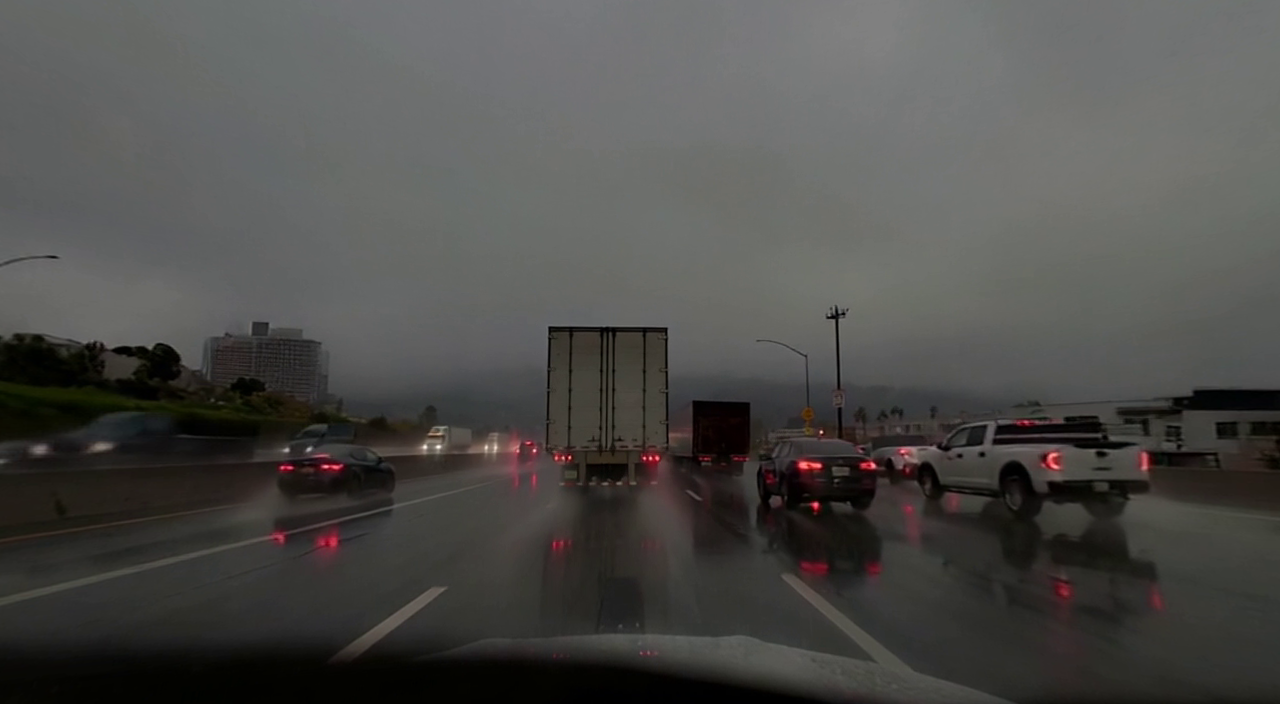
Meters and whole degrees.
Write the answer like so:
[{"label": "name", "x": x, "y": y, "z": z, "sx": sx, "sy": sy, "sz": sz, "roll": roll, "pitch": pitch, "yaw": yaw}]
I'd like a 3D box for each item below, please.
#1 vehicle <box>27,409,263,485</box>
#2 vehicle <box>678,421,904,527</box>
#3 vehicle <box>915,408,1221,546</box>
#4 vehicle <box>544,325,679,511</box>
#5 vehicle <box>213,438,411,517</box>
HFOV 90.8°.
[{"label": "vehicle", "x": -12.918, "y": 2.580, "z": 17.139, "sx": 2.050, "sy": 1.703, "sz": 5.398, "roll": 0, "pitch": -9, "yaw": 0}, {"label": "vehicle", "x": 3.246, "y": 3.391, "z": 19.127, "sx": 2.869, "sy": 1.940, "sz": 14.755, "roll": 0, "pitch": -9, "yaw": -2}, {"label": "vehicle", "x": 6.977, "y": 2.086, "z": 11.142, "sx": 2.070, "sy": 1.888, "sz": 4.546, "roll": 0, "pitch": -9, "yaw": -2}, {"label": "vehicle", "x": -0.650, "y": 2.215, "z": 19.197, "sx": 2.906, "sy": 4.040, "sz": 10.743, "roll": 0, "pitch": -9, "yaw": 0}, {"label": "vehicle", "x": -7.101, "y": 2.751, "z": 14.423, "sx": 1.973, "sy": 1.471, "sz": 4.779, "roll": 0, "pitch": -9, "yaw": 0}]
